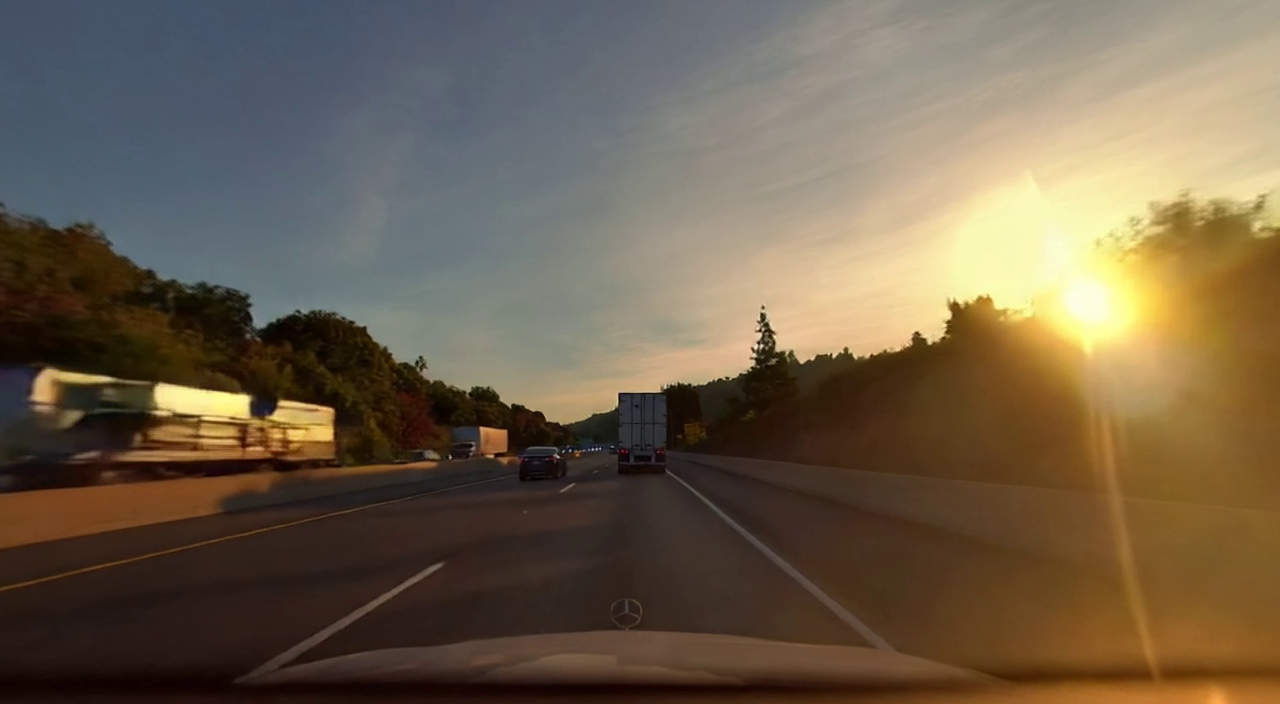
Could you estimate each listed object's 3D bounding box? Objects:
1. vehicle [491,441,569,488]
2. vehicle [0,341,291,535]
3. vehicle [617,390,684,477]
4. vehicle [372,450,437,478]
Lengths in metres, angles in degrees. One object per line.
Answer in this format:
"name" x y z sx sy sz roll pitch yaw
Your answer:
"vehicle" -3.991 4.192 23.783 2.074 1.546 4.946 0 -9 0
"vehicle" -13.438 2.336 16.399 3.118 3.575 9.694 0 -9 0
"vehicle" 0.381 4.352 32.754 2.959 3.828 9.617 0 -9 -1
"vehicle" -13.383 6.396 36.152 1.928 1.490 4.689 0 -9 0
